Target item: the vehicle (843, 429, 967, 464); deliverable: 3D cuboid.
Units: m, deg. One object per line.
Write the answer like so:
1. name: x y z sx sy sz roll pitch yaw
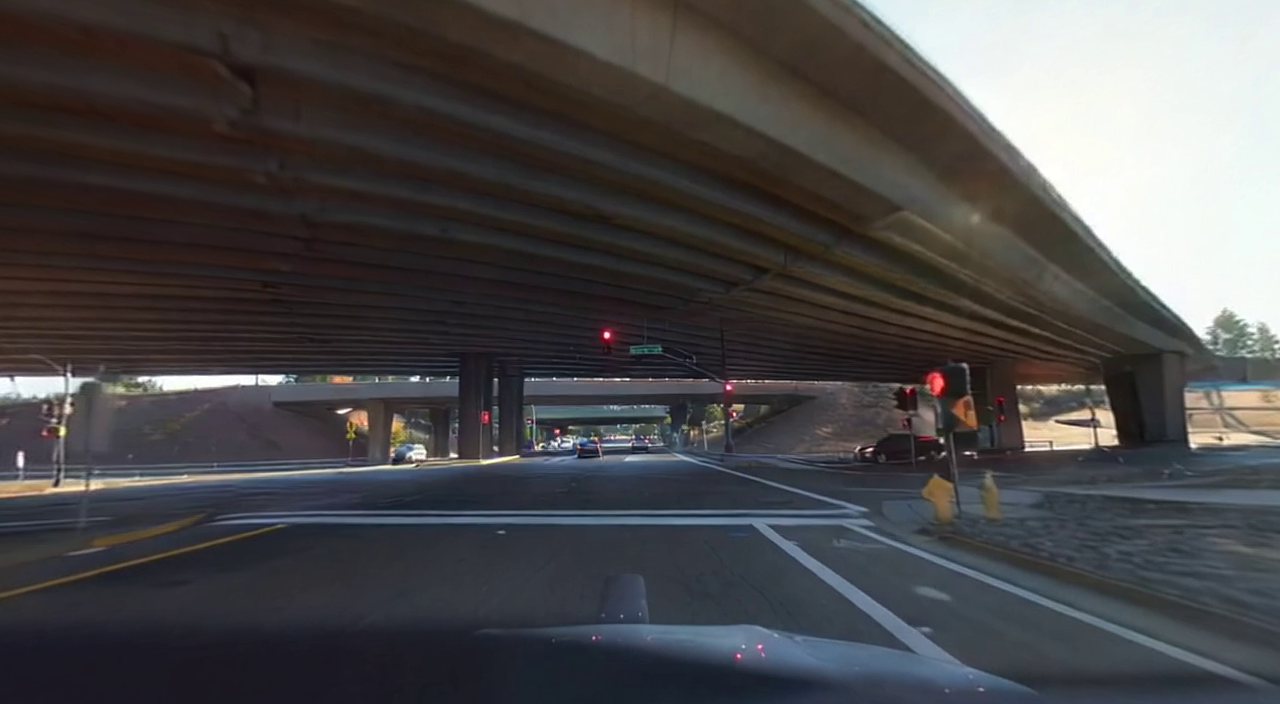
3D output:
1. vehicle: 11.650 4.160 27.888 4.691 1.466 1.800 1 -9 -7
